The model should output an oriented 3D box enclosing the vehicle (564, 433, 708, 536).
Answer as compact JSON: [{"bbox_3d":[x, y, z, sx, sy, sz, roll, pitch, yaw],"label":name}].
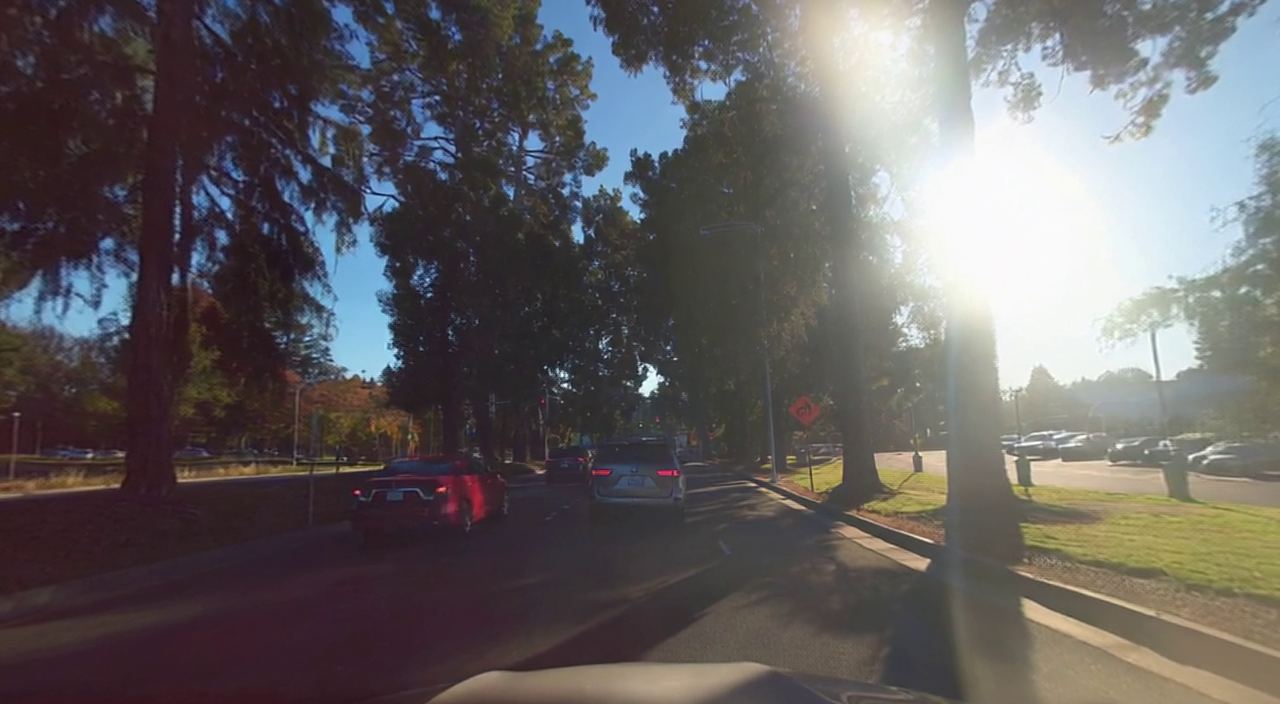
[{"bbox_3d":[-0.047,2.351,11.818,2.229,1.591,3.897,0,-8,1],"label":"vehicle"}]

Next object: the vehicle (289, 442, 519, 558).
[{"bbox_3d":[-3.446,2.219,10.327,1.922,1.464,4.424,0,-8,2],"label":"vehicle"}]

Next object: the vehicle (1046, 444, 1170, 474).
[{"bbox_3d":[28.098,6.384,38.007,5.955,1.702,2.166,1,-8,-6],"label":"vehicle"}]
